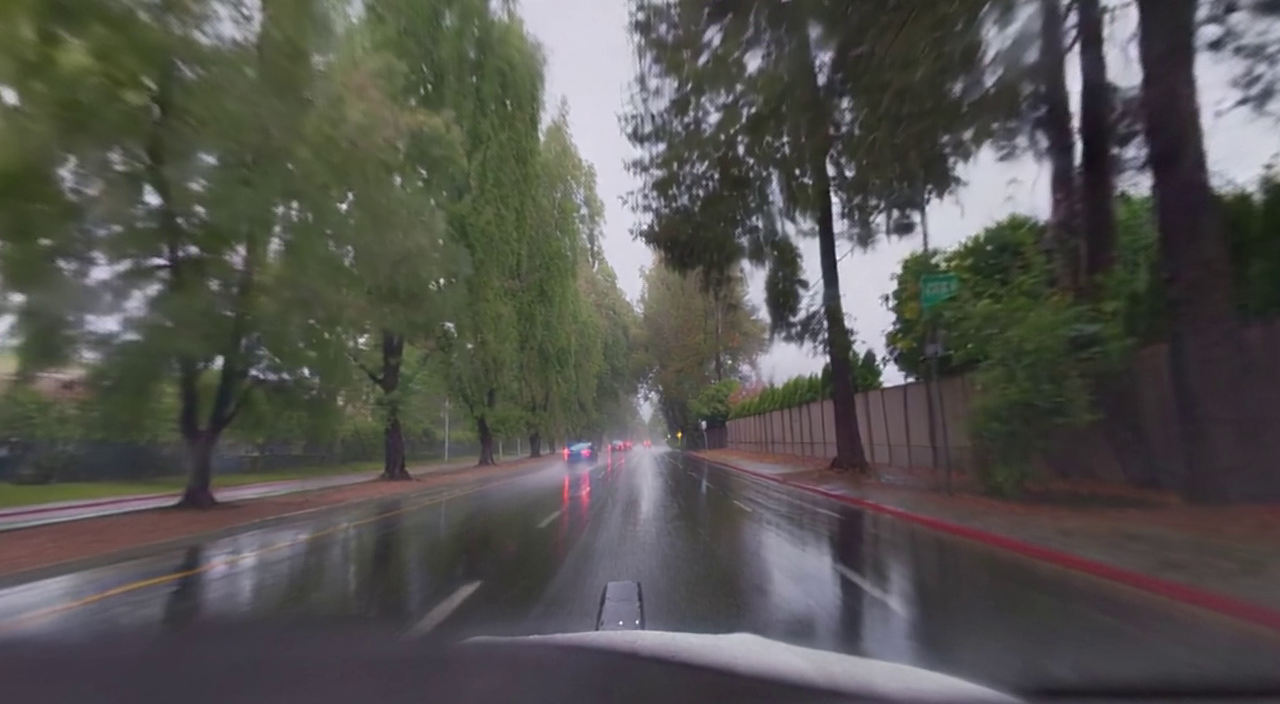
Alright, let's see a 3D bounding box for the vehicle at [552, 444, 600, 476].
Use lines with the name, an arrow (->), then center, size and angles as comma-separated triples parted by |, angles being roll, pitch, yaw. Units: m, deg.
vehicle -> -3.075, 5.298, 31.295 | 1.870, 1.431, 4.317 | -1, -8, 1
